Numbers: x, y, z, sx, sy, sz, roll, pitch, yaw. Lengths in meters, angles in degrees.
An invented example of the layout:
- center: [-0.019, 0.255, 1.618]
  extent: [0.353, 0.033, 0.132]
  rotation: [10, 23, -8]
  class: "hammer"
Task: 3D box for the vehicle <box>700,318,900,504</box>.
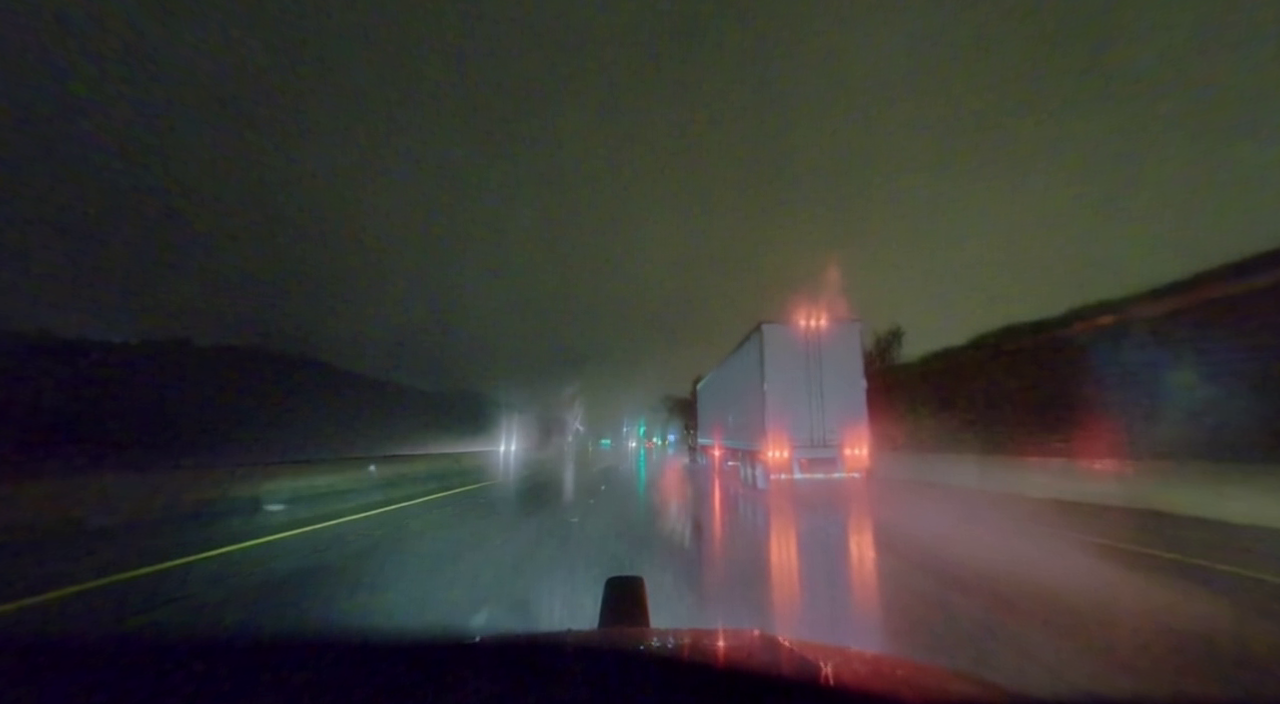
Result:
- center: [4.170, 2.327, 20.954]
  extent: [2.933, 4.100, 14.317]
  rotation: [0, -8, 0]
  class: "vehicle"
